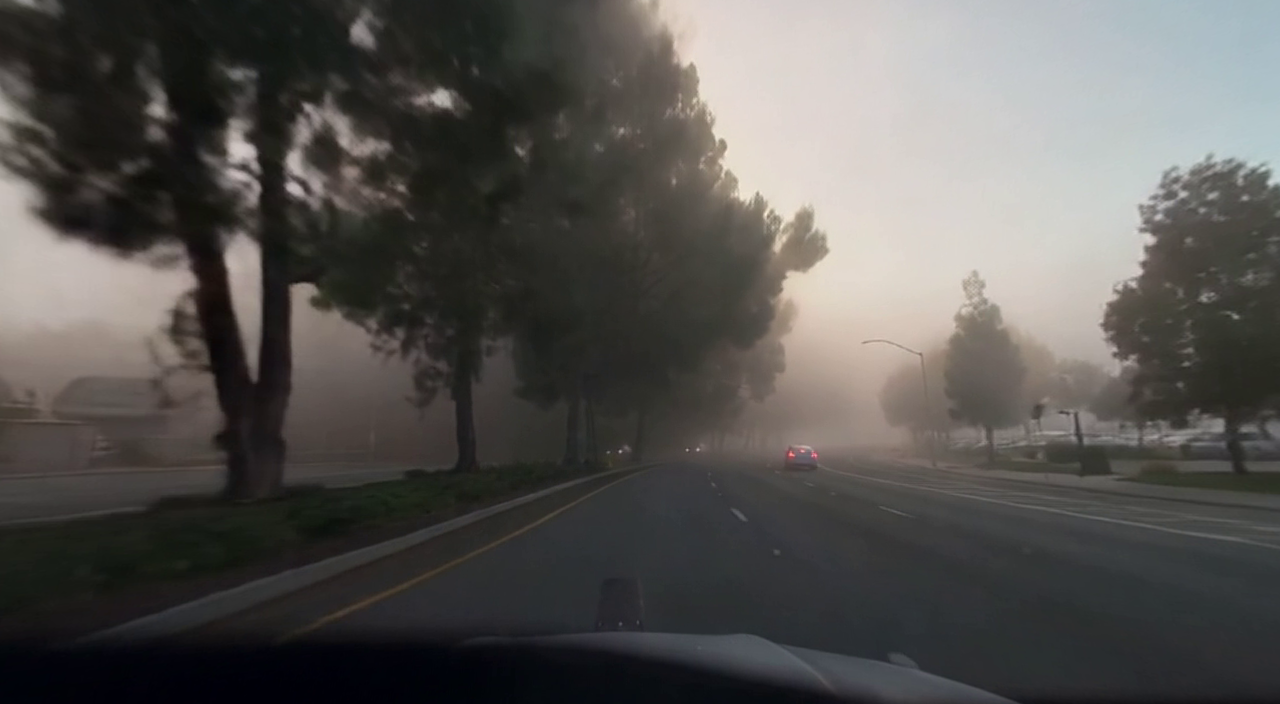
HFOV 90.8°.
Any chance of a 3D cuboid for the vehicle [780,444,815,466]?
[{"bbox_3d":[11.073,7.270,44.610,1.988,1.460,3.996,-1,-9,9],"label":"vehicle"}]
